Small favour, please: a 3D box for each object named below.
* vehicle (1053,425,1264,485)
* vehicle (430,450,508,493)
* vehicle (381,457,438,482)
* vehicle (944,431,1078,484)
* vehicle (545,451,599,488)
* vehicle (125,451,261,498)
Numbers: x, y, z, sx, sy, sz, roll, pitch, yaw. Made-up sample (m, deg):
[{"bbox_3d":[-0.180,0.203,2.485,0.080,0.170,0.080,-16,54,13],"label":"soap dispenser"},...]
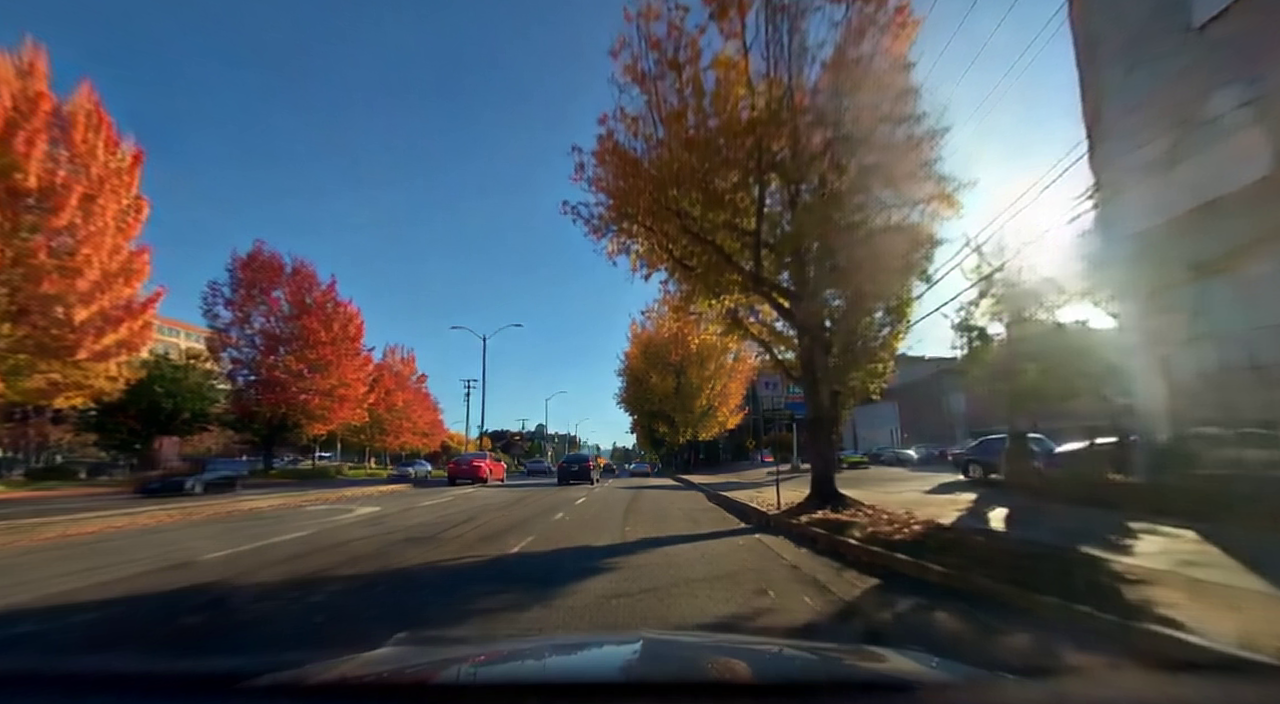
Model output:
[{"bbox_3d":[14.519,2.930,18.003,1.826,1.474,4.254,3,-9,-17],"label":"vehicle"},{"bbox_3d":[-6.996,4.909,26.257,1.932,1.596,4.247,0,-9,1],"label":"vehicle"},{"bbox_3d":[-15.676,7.998,43.115,1.969,1.503,4.797,0,-9,1],"label":"vehicle"},{"bbox_3d":[13.187,3.715,22.720,1.862,1.559,3.959,-4,-6,-11],"label":"vehicle"},{"bbox_3d":[-3.298,5.821,31.519,2.085,1.663,4.513,0,-9,1],"label":"vehicle"},{"bbox_3d":[-15.825,4.324,22.595,1.843,1.520,3.995,0,-9,1],"label":"vehicle"}]
